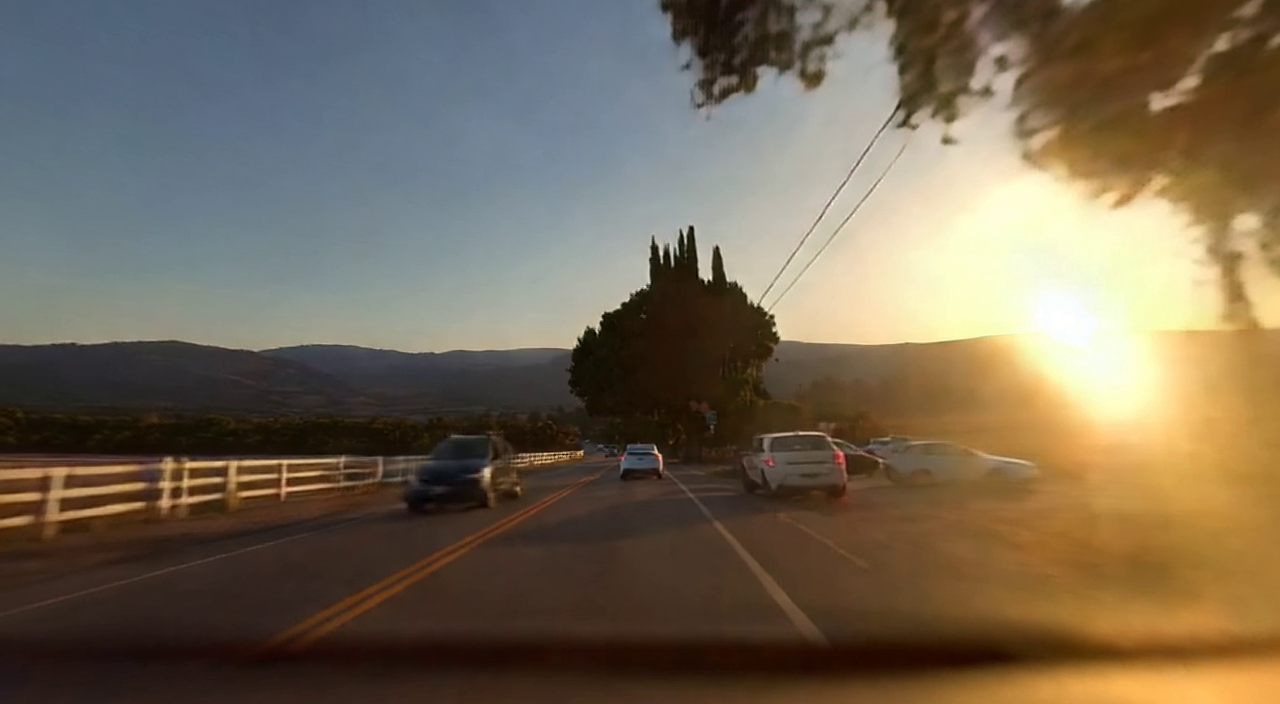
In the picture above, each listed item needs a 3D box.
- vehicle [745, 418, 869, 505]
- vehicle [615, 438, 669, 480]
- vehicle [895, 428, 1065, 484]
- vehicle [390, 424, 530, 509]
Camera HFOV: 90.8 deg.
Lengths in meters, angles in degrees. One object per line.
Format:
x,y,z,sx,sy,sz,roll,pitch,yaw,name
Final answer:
4.265,2.905,17.156,2.348,1.969,5.269,-1,-8,5,vehicle
0.098,4.641,27.576,2.158,1.669,4.006,0,-8,1,vehicle
10.379,3.202,19.716,1.975,1.545,4.333,3,-9,-21,vehicle
-4.652,3.056,17.372,2.221,1.965,5.135,0,-8,1,vehicle
